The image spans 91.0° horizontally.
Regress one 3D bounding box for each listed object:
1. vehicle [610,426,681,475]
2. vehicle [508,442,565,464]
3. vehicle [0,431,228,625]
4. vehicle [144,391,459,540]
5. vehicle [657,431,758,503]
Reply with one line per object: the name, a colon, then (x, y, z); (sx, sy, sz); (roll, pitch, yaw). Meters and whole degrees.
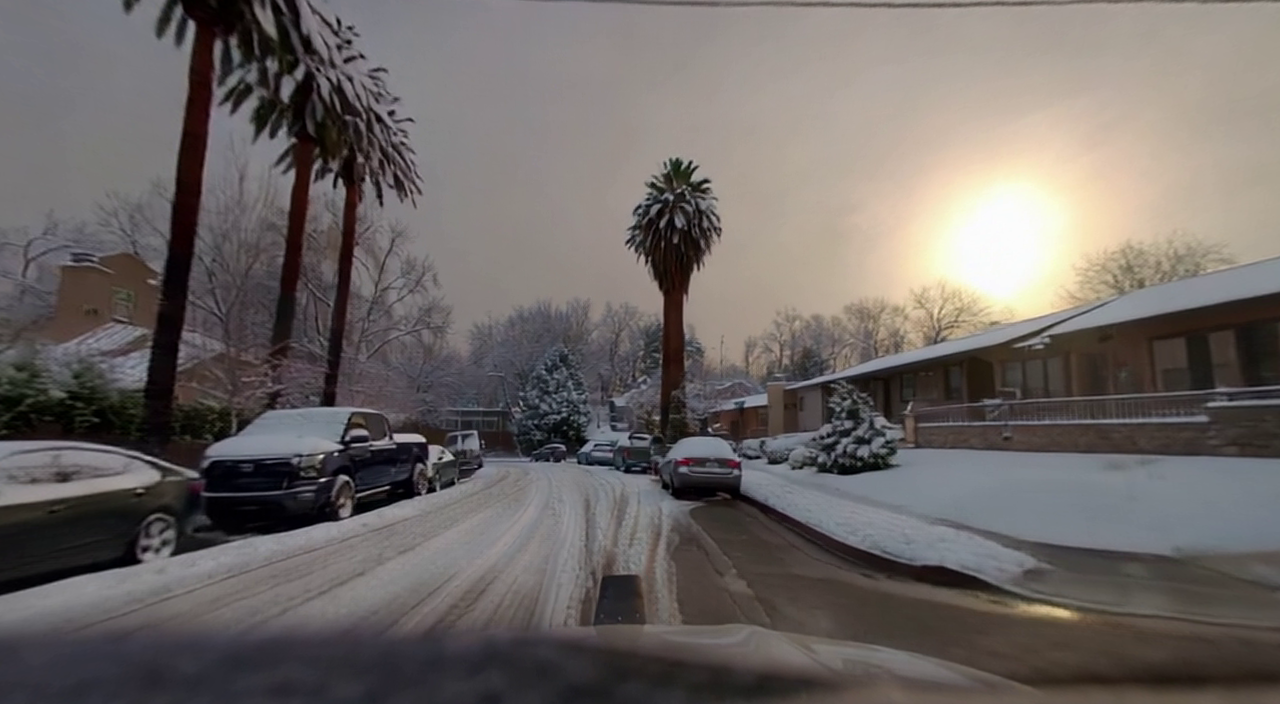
vehicle: (0.136, 4.420, 28.403); (2.139, 1.997, 4.864); (2, -8, -13)
vehicle: (-7.928, 7.643, 47.852); (2.108, 1.503, 4.977); (6, -10, -37)
vehicle: (-6.219, 1.545, 5.840); (1.875, 1.585, 4.184); (0, -8, 1)
vehicle: (-5.918, 2.136, 12.579); (2.624, 2.178, 6.522); (0, -8, 0)
vehicle: (1.649, 3.022, 17.062); (2.076, 1.658, 4.604); (0, -8, -2)
